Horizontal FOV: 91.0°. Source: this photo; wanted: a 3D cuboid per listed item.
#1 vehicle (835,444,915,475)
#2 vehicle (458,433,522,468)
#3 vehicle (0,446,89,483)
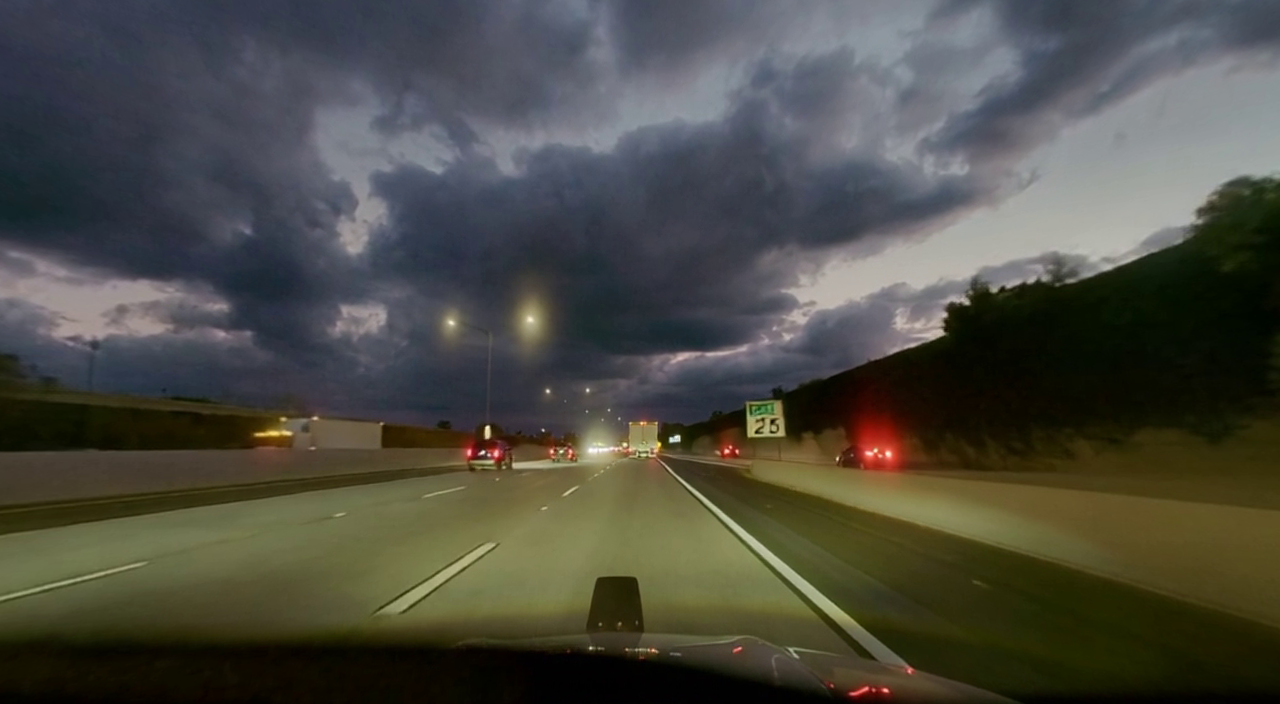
[{"bbox_3d":[12.571,5.788,34.047,2.075,1.510,4.569,1,-9,-8],"label":"vehicle"},{"bbox_3d":[-9.927,6.603,42.336,2.571,2.169,6.443,0,-9,1],"label":"vehicle"},{"bbox_3d":[-32.677,5.973,33.727,1.948,1.792,4.704,0,-9,1],"label":"vehicle"}]
